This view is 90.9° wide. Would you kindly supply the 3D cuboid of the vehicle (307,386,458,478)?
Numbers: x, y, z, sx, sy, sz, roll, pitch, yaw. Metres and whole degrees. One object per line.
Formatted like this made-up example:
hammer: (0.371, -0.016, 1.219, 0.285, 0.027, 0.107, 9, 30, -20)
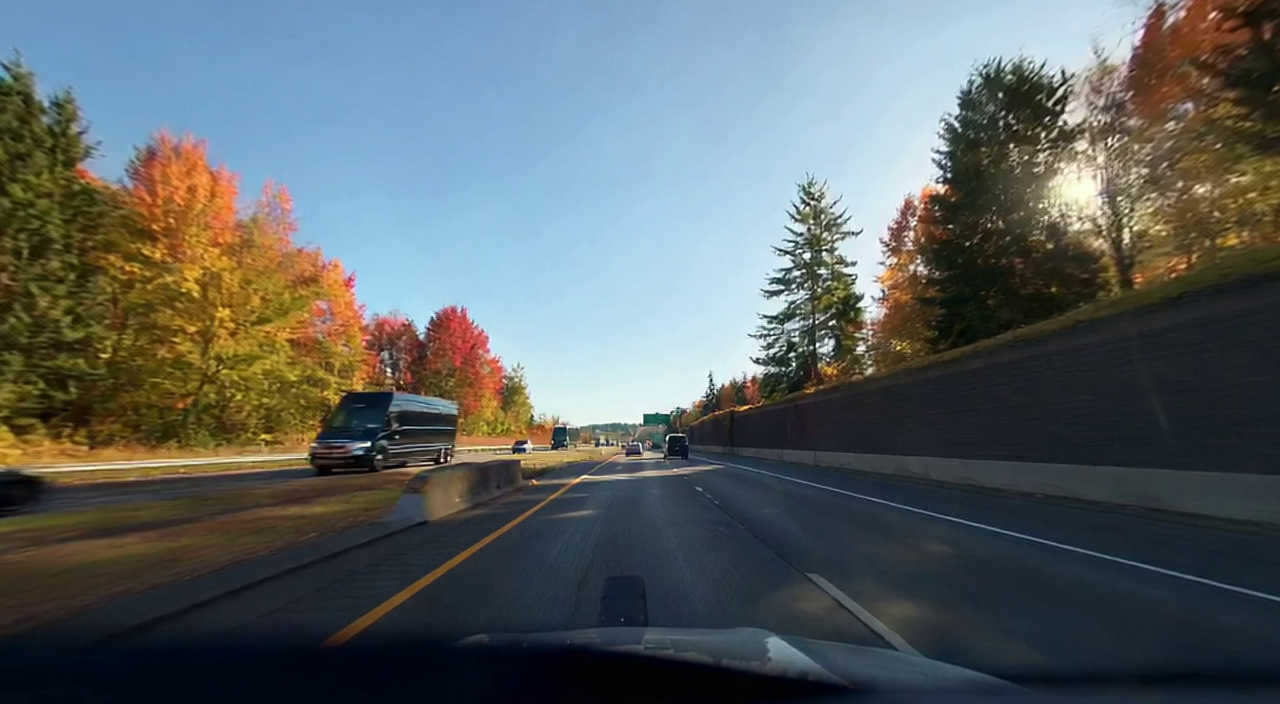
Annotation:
vehicle: (-11.798, 3.911, 30.379, 3.001, 3.662, 10.102, 0, -8, 0)
